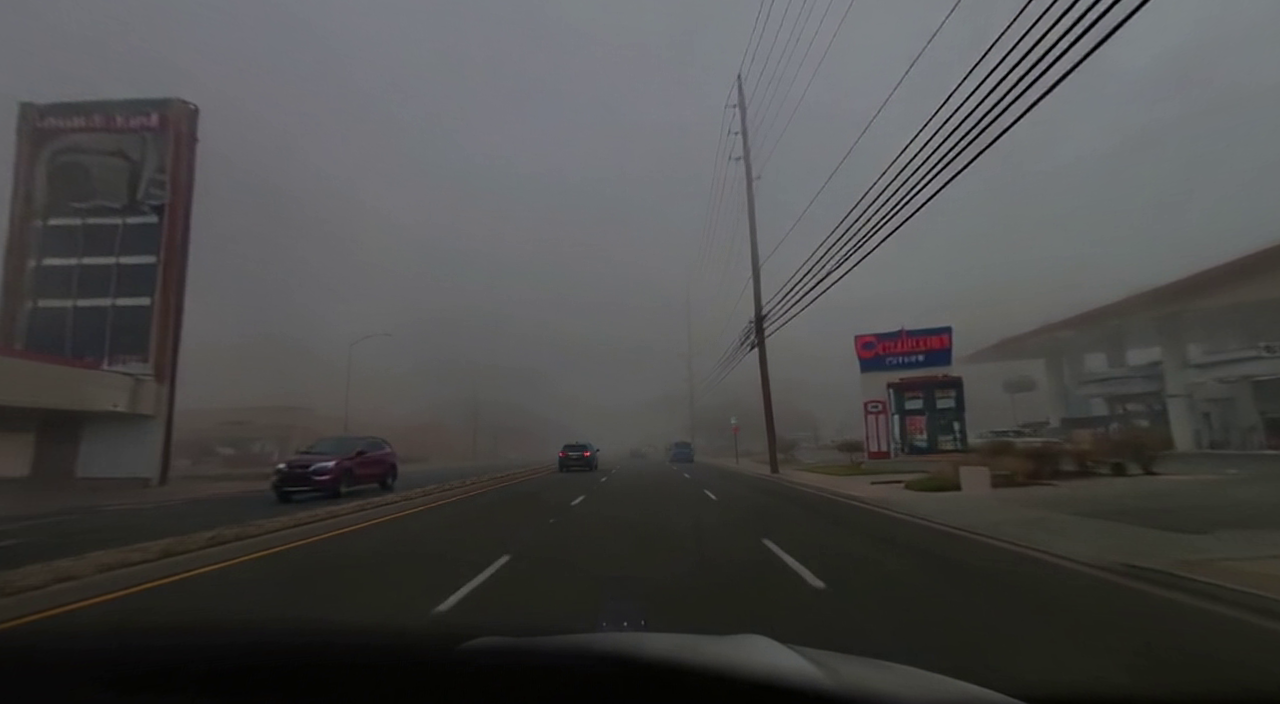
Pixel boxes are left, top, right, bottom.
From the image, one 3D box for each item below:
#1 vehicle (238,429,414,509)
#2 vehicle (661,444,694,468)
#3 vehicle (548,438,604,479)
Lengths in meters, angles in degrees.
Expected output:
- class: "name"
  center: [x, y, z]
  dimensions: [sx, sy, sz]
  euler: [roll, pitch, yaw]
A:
- class: "vehicle"
  center: [-7.961, 3.004, 16.698]
  dimensions: [2.009, 1.773, 4.925]
  euler: [0, -9, 1]
- class: "vehicle"
  center: [2.334, 6.570, 39.940]
  dimensions: [1.978, 1.455, 4.195]
  euler: [-1, -9, 2]
- class: "vehicle"
  center: [-2.751, 4.684, 28.012]
  dimensions: [2.047, 1.664, 4.148]
  euler: [0, -9, 0]
